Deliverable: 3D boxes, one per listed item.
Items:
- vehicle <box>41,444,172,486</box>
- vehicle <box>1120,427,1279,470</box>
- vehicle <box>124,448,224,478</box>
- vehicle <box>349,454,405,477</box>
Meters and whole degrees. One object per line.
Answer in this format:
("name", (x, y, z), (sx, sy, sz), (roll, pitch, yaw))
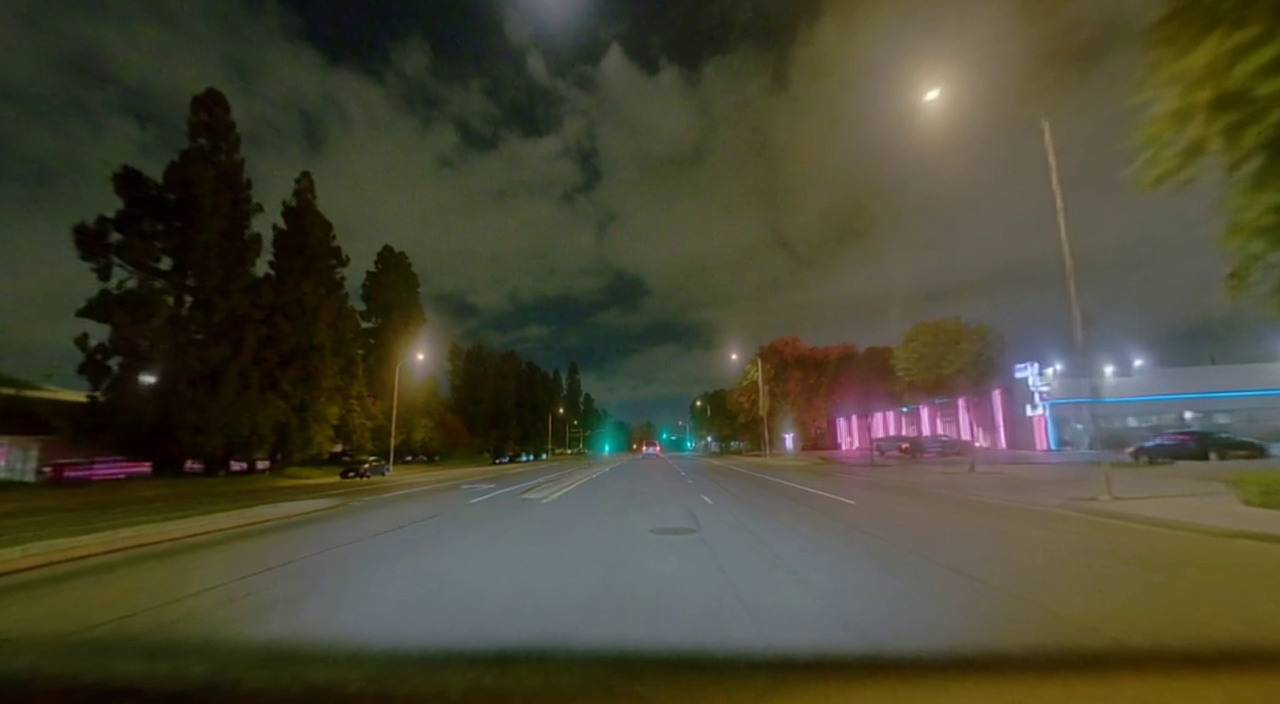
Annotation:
("vehicle", (-26.313, 5.563, 31.356), (4.633, 1.923, 2.074), (5, -10, -33))
("vehicle", (22.247, 3.839, 25.283), (2.009, 1.533, 5.047), (0, -8, 0))
("vehicle", (-26.815, 6.382, 36.379), (4.106, 1.698, 2.072), (0, -8, 2))
("vehicle", (-18.503, 7.973, 44.595), (1.815, 1.453, 4.870), (0, -8, 1))
